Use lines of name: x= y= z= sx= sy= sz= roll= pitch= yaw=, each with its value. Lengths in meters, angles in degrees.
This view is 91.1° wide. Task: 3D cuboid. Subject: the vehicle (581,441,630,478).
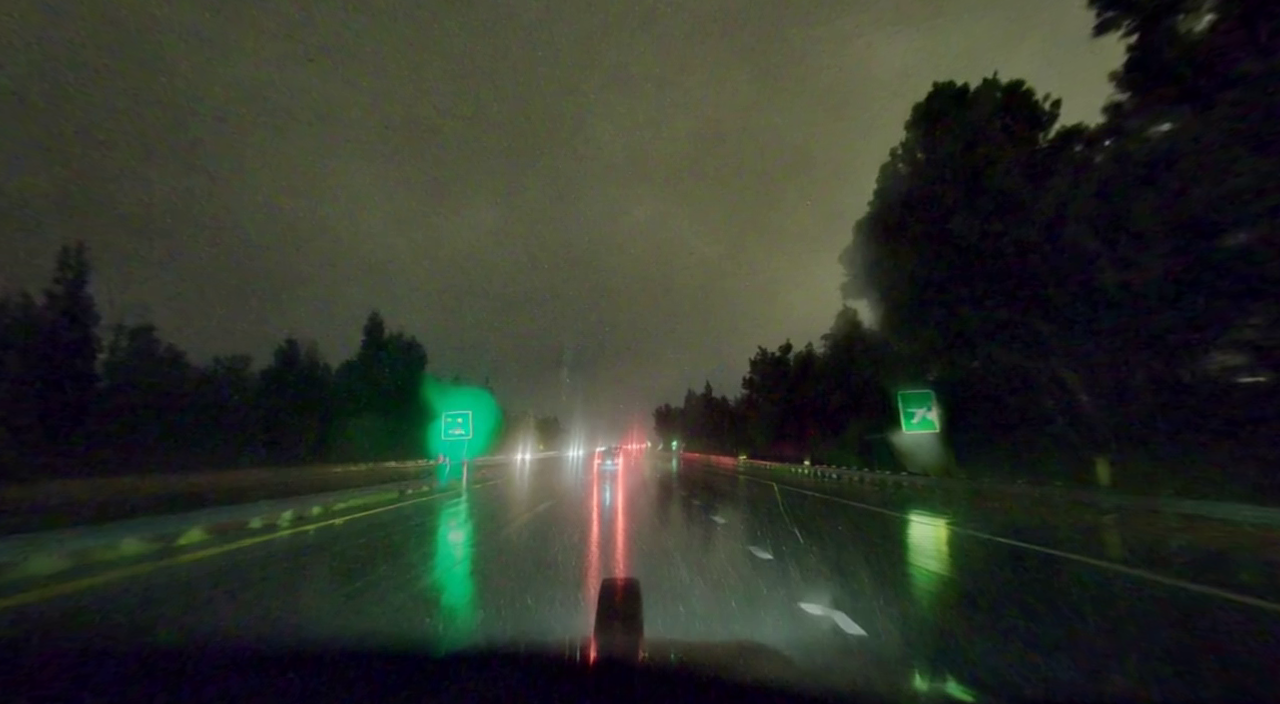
vehicle: x=-1.665 y=5.431 z=31.869 sx=2.120 sy=1.715 sz=4.153 roll=0 pitch=-9 yaw=1
